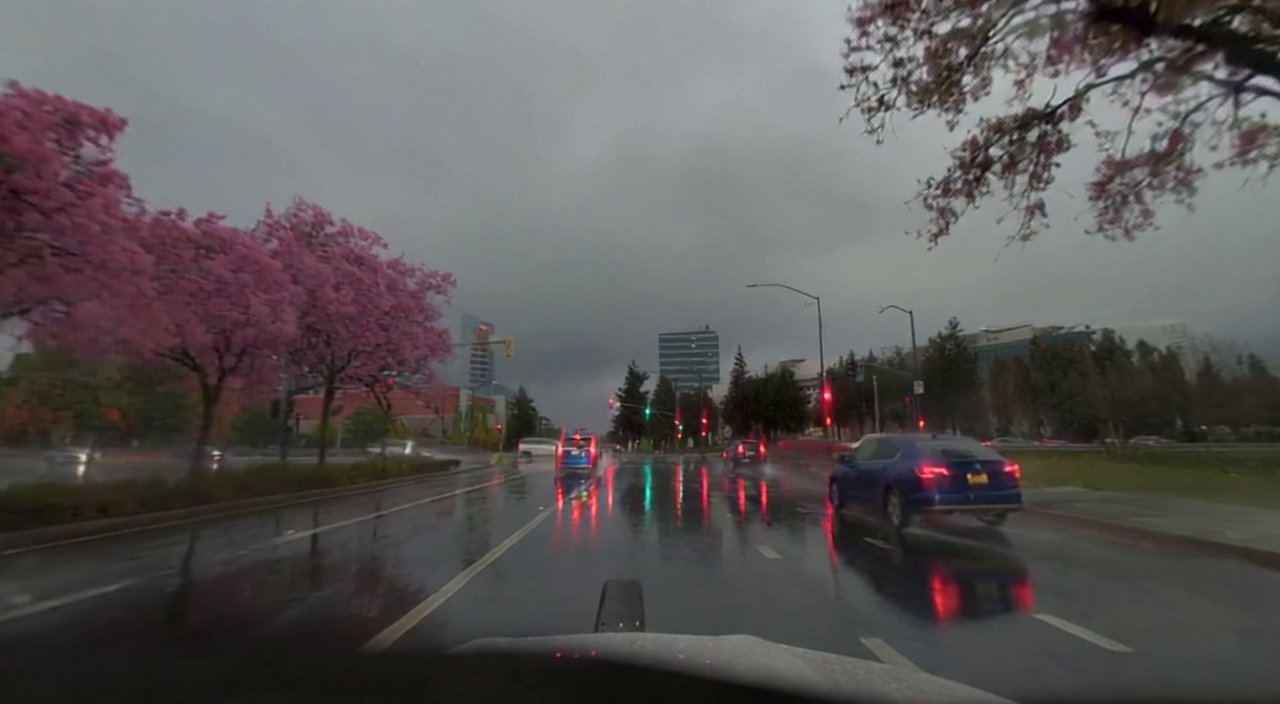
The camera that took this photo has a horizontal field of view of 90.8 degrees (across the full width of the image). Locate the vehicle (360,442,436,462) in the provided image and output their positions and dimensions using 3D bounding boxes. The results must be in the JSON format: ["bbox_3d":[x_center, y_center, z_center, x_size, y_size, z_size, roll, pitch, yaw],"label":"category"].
[{"bbox_3d":[-17.809,7.381,46.645,4.829,1.470,1.874,0,-9,0],"label":"vehicle"}]

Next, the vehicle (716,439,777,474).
[{"bbox_3d":[4.761,4.745,28.801,2.007,1.466,4.291,0,-9,0],"label":"vehicle"}]

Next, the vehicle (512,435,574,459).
[{"bbox_3d":[-7.602,7.480,49.900,4.567,1.810,1.880,0,-9,1],"label":"vehicle"}]

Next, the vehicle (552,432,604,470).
[{"bbox_3d":[-2.953,4.862,31.071,1.995,1.703,4.367,0,-9,2],"label":"vehicle"}]

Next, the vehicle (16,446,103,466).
[{"bbox_3d":[-42.908,7.694,46.774,4.526,1.452,1.920,0,-8,0],"label":"vehicle"}]

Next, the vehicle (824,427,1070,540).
[{"bbox_3d":[4.817,2.118,10.796,2.019,1.518,4.285,0,-9,0],"label":"vehicle"}]
